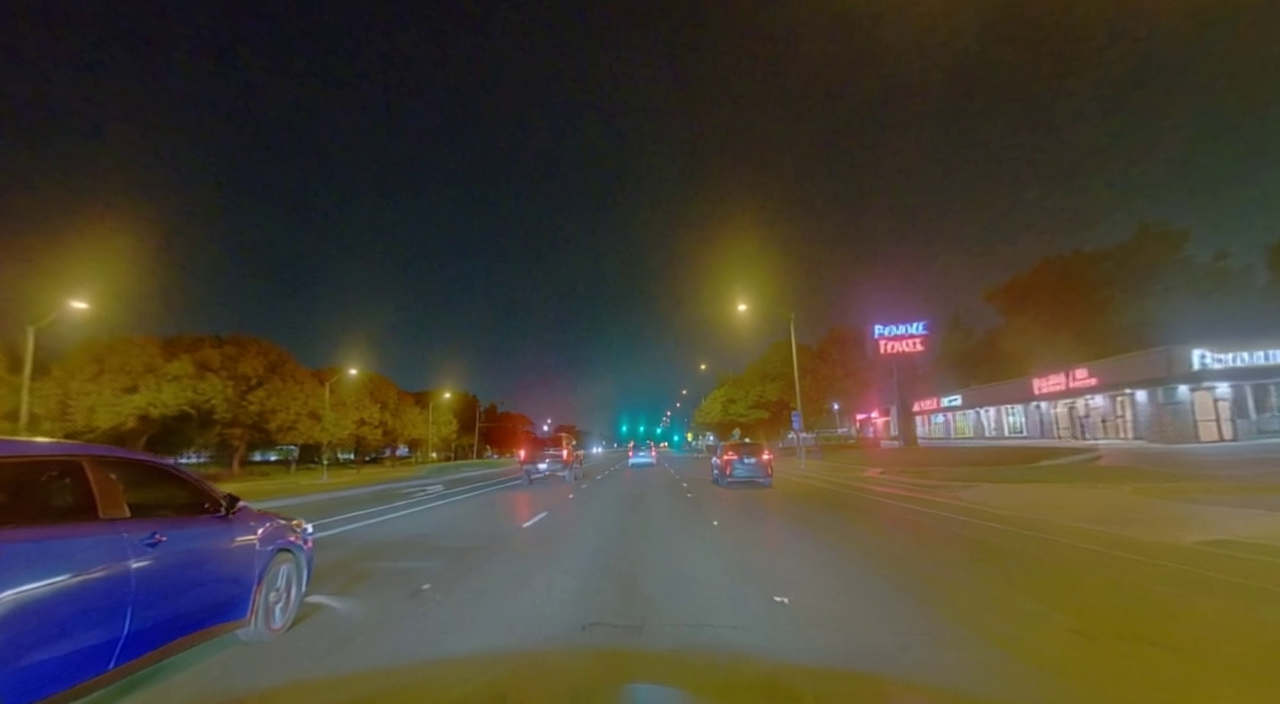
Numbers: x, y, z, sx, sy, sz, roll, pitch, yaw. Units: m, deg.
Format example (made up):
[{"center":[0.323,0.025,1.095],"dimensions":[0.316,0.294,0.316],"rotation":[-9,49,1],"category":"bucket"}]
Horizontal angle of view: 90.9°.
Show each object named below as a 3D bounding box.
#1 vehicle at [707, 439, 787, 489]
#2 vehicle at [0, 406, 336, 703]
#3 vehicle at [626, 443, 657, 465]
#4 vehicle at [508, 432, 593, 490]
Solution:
[{"center":[3.461,3.699,21.213],"dimensions":[1.904,1.490,4.299],"rotation":[0,-8,-1],"category":"vehicle"},{"center":[-3.242,0.926,2.182],"dimensions":[1.956,1.460,4.802],"rotation":[0,-8,0],"category":"vehicle"},{"center":[0.116,7.148,44.230],"dimensions":[2.069,1.445,3.965],"rotation":[0,-8,0],"category":"vehicle"},{"center":[-2.938,3.714,21.876],"dimensions":[2.193,1.788,4.603],"rotation":[0,-8,1],"category":"vehicle"}]
